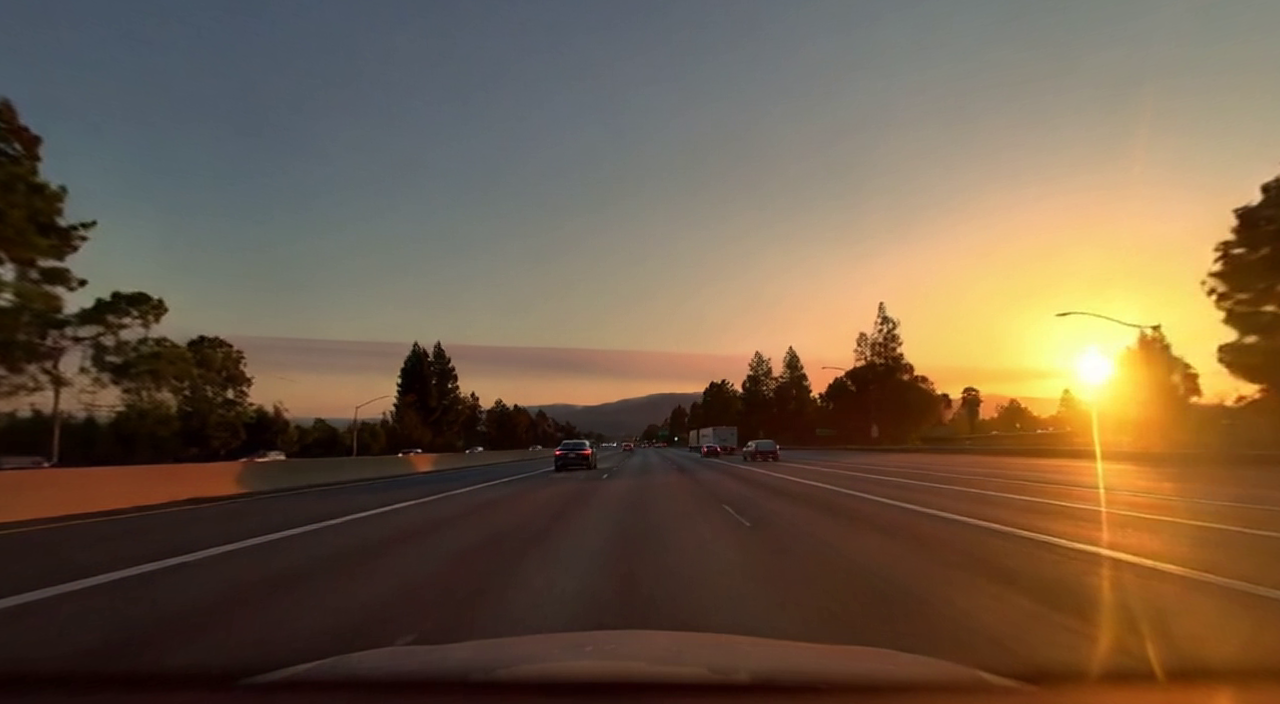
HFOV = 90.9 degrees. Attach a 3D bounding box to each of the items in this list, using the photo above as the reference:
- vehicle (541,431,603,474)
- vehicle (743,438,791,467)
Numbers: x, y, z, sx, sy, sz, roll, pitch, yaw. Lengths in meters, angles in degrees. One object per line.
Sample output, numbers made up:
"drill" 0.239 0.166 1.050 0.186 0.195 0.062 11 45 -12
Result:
"vehicle" -3.284 5.030 31.773 2.453 1.952 5.320 0 -8 1
"vehicle" 7.739 6.177 38.934 2.063 1.706 4.259 0 -8 0
